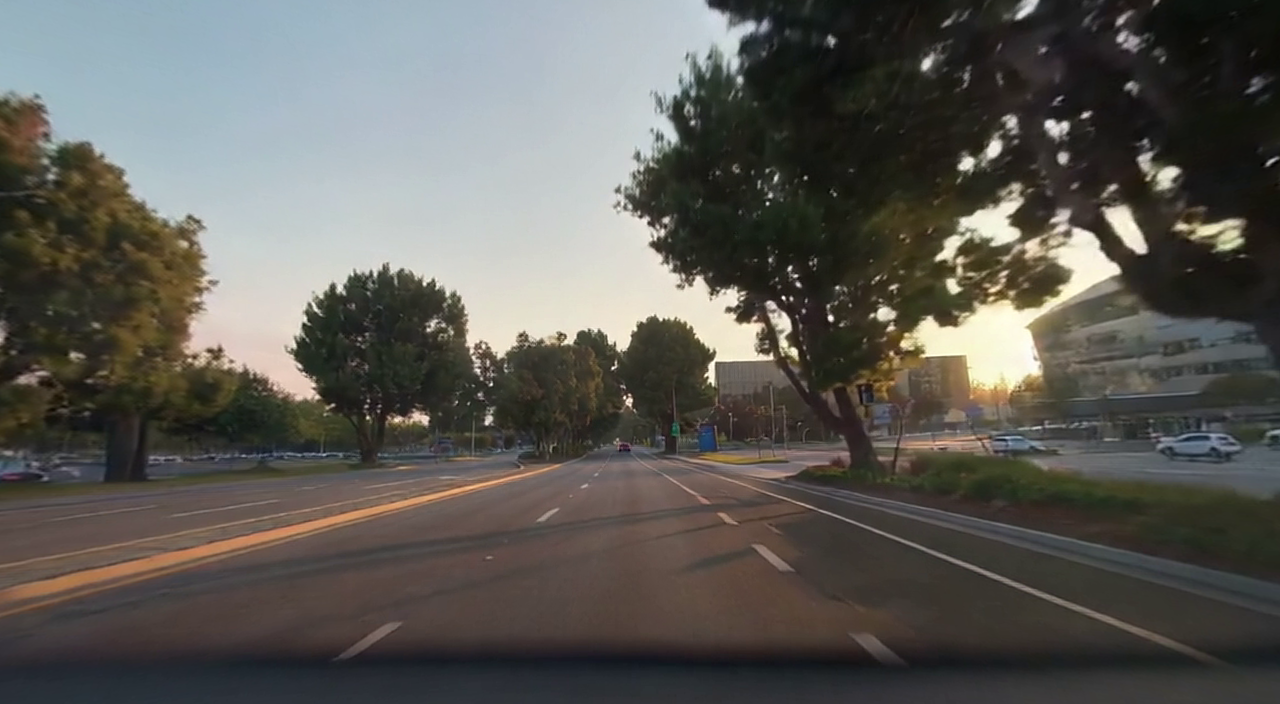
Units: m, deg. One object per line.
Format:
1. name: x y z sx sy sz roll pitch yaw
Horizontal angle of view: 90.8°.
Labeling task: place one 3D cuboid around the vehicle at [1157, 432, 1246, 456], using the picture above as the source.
1. vehicle: 37.523 6.184 42.377 1.786 1.492 4.381 0 -8 -2
